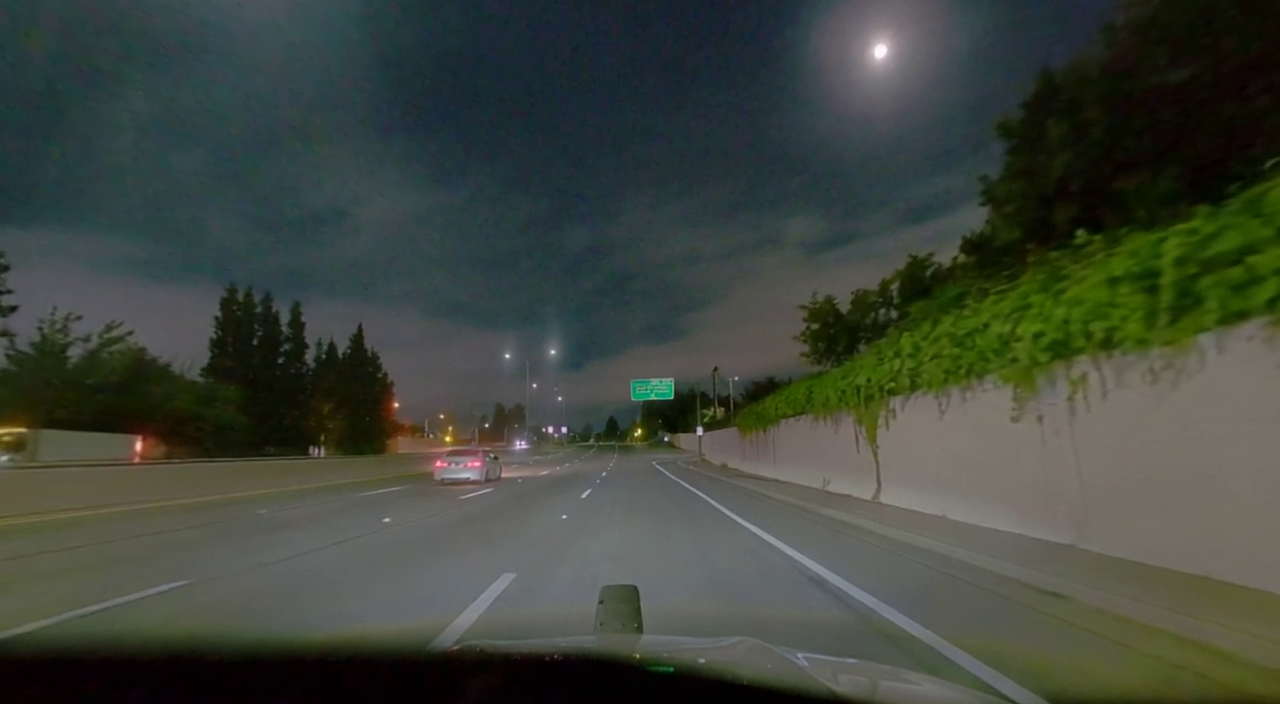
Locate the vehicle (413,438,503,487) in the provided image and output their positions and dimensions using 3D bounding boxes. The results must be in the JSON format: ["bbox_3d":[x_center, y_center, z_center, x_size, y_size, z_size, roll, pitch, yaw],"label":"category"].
[{"bbox_3d":[-6.962,4.276,24.791,2.115,1.711,4.722,0,-9,0],"label":"vehicle"}]

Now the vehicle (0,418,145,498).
[{"bbox_3d":[-26.463,4.683,28.375,2.778,3.125,7.002,0,-9,-1],"label":"vehicle"}]
